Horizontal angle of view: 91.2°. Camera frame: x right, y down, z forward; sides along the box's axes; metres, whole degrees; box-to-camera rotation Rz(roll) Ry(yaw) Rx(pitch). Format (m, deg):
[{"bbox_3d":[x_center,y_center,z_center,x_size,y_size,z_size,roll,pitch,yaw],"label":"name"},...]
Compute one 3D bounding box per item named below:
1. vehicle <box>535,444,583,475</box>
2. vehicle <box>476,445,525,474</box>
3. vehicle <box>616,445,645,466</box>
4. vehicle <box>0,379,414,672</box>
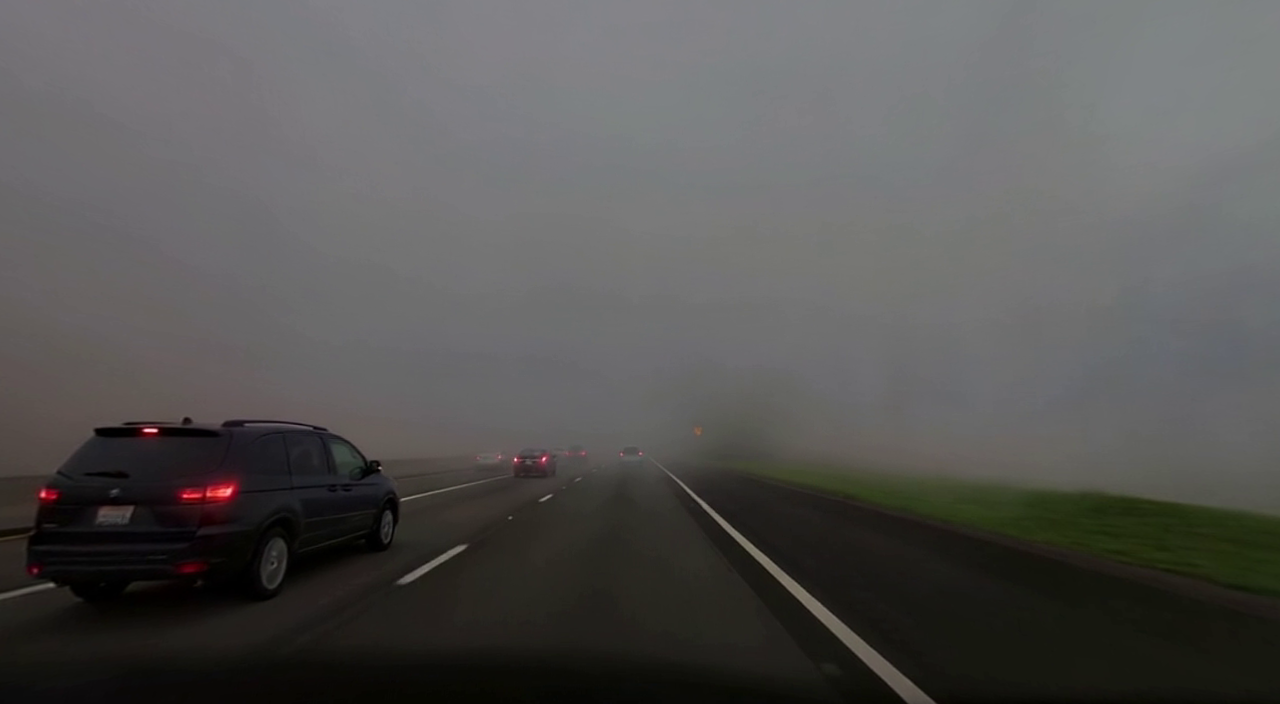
[{"bbox_3d":[-4.149,5.571,32.711,1.988,1.477,4.118,0,-9,0],"label":"vehicle"},{"bbox_3d":[-7.874,6.083,35.715,1.936,1.516,3.904,0,-9,0],"label":"vehicle"},{"bbox_3d":[-0.698,7.689,46.747,2.023,1.479,3.718,0,-9,0],"label":"vehicle"},{"bbox_3d":[-4.123,1.414,6.194,2.074,1.779,4.588,0,-9,0],"label":"vehicle"}]
